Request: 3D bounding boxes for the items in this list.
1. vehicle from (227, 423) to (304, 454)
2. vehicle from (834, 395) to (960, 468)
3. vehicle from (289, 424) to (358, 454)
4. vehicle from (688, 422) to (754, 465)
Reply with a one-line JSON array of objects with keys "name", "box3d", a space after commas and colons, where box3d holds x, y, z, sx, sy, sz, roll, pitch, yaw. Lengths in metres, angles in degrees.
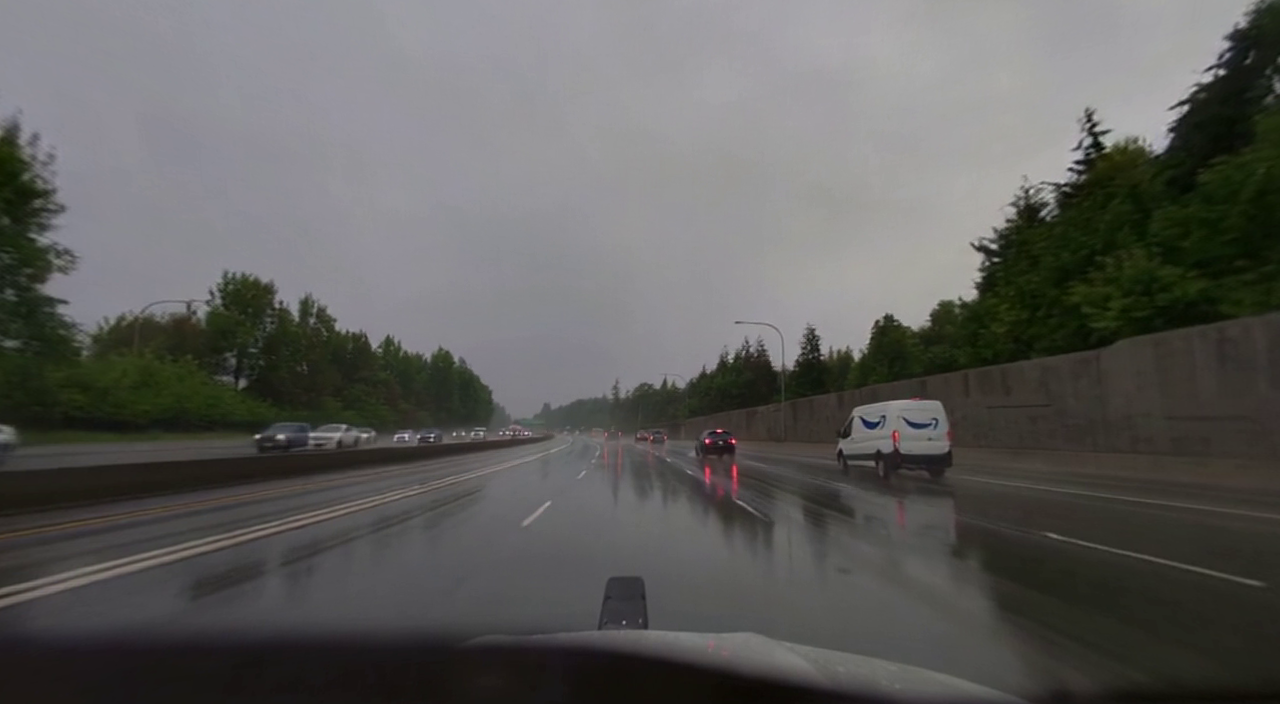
[{"name": "vehicle", "box3d": [-22.363, 5.205, 37.917, 2.015, 1.695, 4.505, 0, -8, -3]}, {"name": "vehicle", "box3d": [10.997, 3.537, 27.796, 2.274, 2.802, 6.802, 0, -8, -4]}, {"name": "vehicle", "box3d": [-18.531, 5.124, 37.132, 1.875, 1.585, 4.514, 0, -8, -2]}, {"name": "vehicle", "box3d": [3.493, 4.074, 28.117, 2.141, 1.732, 4.279, 0, -8, -3]}]
